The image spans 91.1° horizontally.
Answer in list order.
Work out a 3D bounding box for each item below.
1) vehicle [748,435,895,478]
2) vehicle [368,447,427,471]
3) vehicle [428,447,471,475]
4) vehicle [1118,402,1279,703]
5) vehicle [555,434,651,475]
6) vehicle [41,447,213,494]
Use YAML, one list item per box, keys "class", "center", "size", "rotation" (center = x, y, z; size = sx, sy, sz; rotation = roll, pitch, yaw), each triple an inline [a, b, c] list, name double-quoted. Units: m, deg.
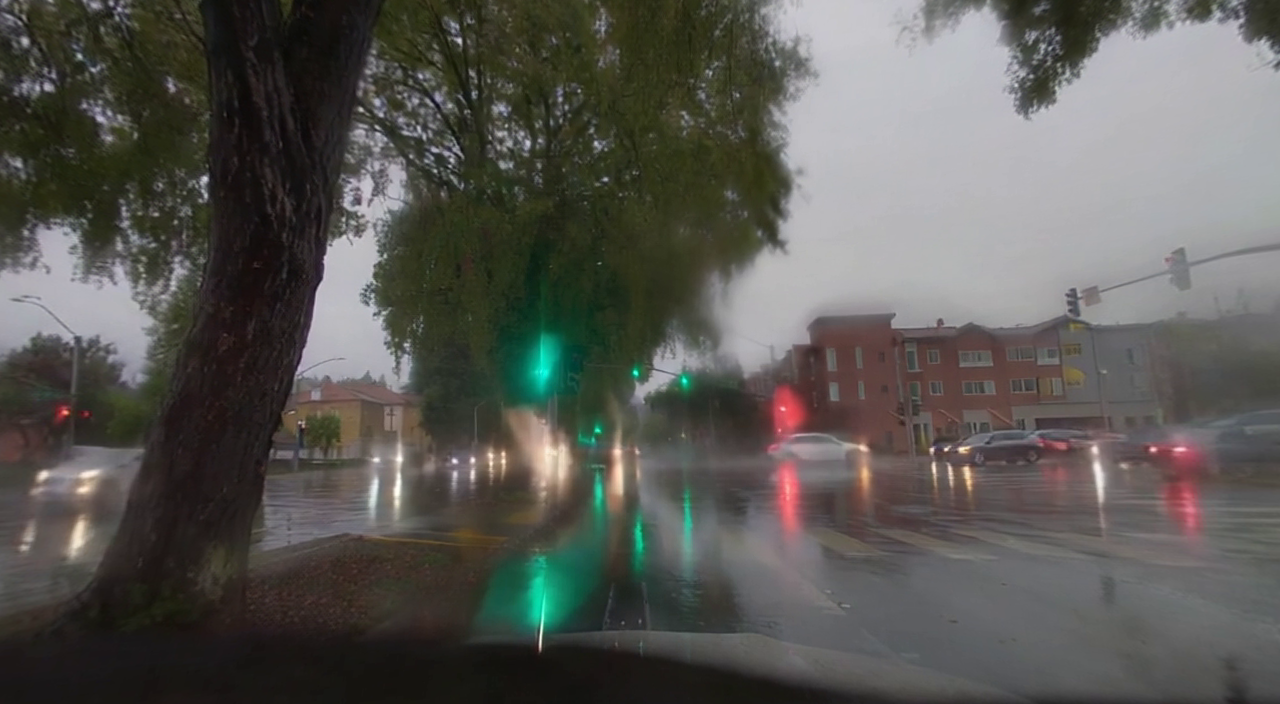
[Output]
- class: "vehicle"
  center: [6.925, 3.988, 24.211]
  size: [5.017, 1.515, 2.006]
  rotation: [-6, -10, 34]
- class: "vehicle"
  center: [-15.604, 6.903, 40.688]
  size: [1.981, 1.438, 4.607]
  rotation: [0, -8, 1]
- class: "vehicle"
  center: [-9.942, 5.595, 32.549]
  size: [1.921, 1.304, 4.050]
  rotation: [3, -9, -19]
- class: "vehicle"
  center: [3.092, 0.662, 0.454]
  size: [1.990, 1.454, 4.490]
  rotation: [0, -8, 1]
- class: "vehicle"
  center: [-1.911, 5.007, 31.033]
  size: [2.276, 1.842, 4.958]
  rotation: [7, -11, -39]
- class: "vehicle"
  center: [-18.093, 4.176, 22.520]
  size: [2.203, 1.471, 4.723]
  rotation: [0, -8, -1]
